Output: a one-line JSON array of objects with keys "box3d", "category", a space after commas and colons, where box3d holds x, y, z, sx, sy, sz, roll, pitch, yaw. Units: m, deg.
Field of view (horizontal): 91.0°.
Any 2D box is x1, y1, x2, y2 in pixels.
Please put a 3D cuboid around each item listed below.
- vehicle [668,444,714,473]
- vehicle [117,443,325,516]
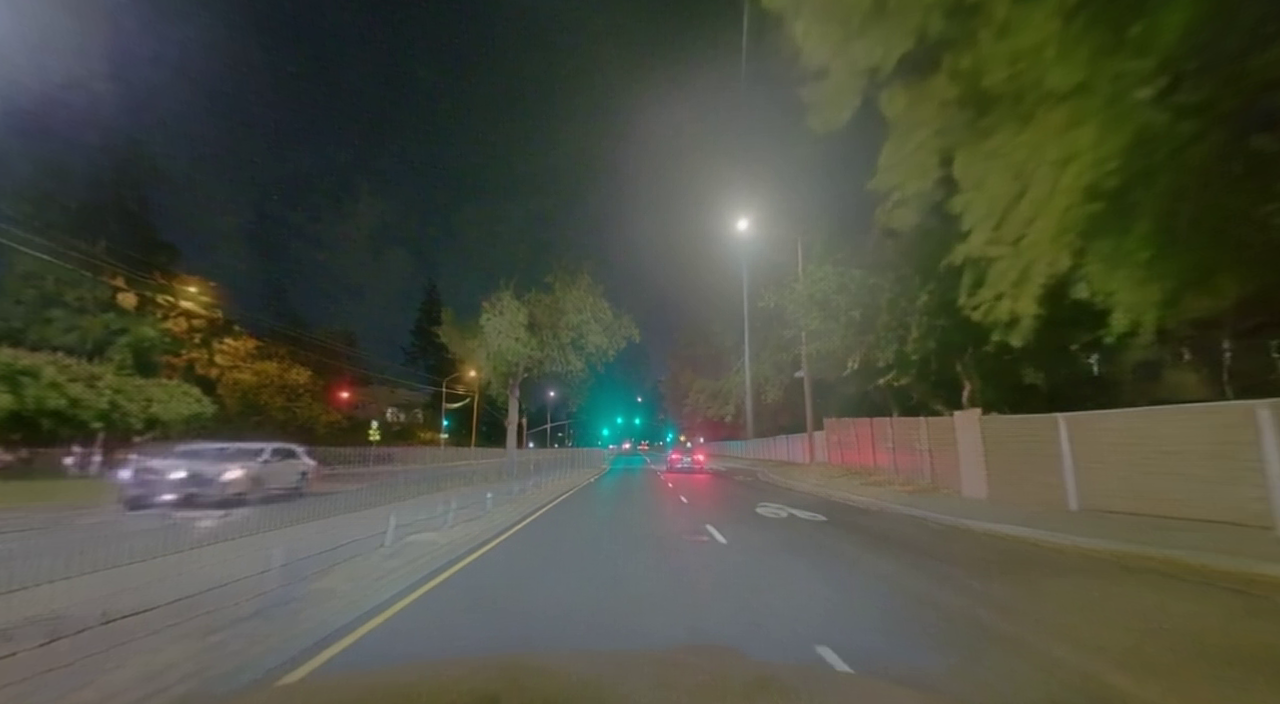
[{"box3d": [2.777, 5.877, 34.934, 2.105, 1.490, 4.008, 0, -9, -2], "category": "vehicle"}, {"box3d": [-9.450, 2.866, 14.741, 1.833, 1.420, 4.327, 0, -9, 1], "category": "vehicle"}]
